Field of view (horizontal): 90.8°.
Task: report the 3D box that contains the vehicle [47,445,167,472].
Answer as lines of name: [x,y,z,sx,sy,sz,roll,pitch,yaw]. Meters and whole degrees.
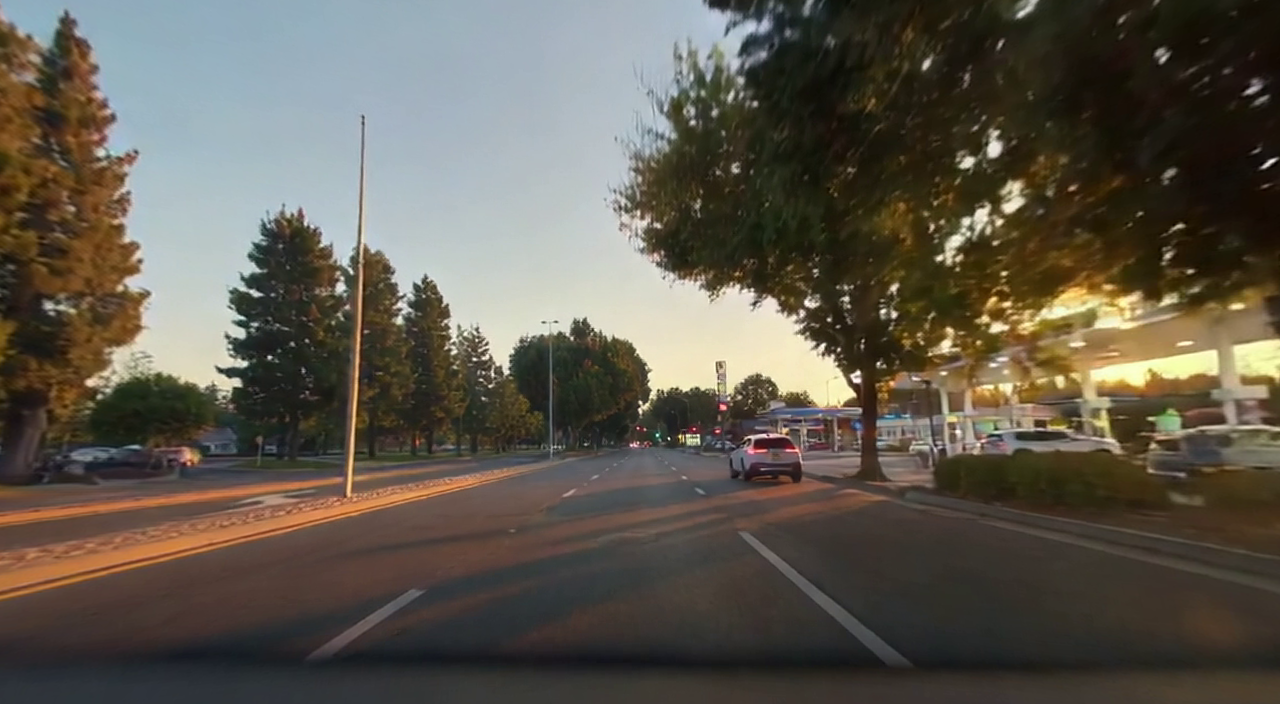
vehicle: [-33.023,6.589,39.256,5.406,1.627,2.177,0,-8,-1]

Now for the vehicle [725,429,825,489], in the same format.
vehicle: [4.586,3.720,22.405,2.245,1.864,5.076,0,-8,-2]

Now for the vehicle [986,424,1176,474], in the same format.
vehicle: [16.702,3.723,24.184,5.536,1.705,2.122,-1,-9,1]

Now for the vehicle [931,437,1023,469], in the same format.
vehicle: [15.998,4.782,30.090,3.383,1.393,1.730,1,-8,3]

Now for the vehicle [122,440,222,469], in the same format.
vehicle: [-33.044,7.287,44.718,5.259,1.760,2.094,-2,-10,-3]

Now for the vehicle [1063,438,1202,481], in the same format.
vehicle: [16.666,3.641,21.477,3.269,1.315,1.731,0,-9,-3]
